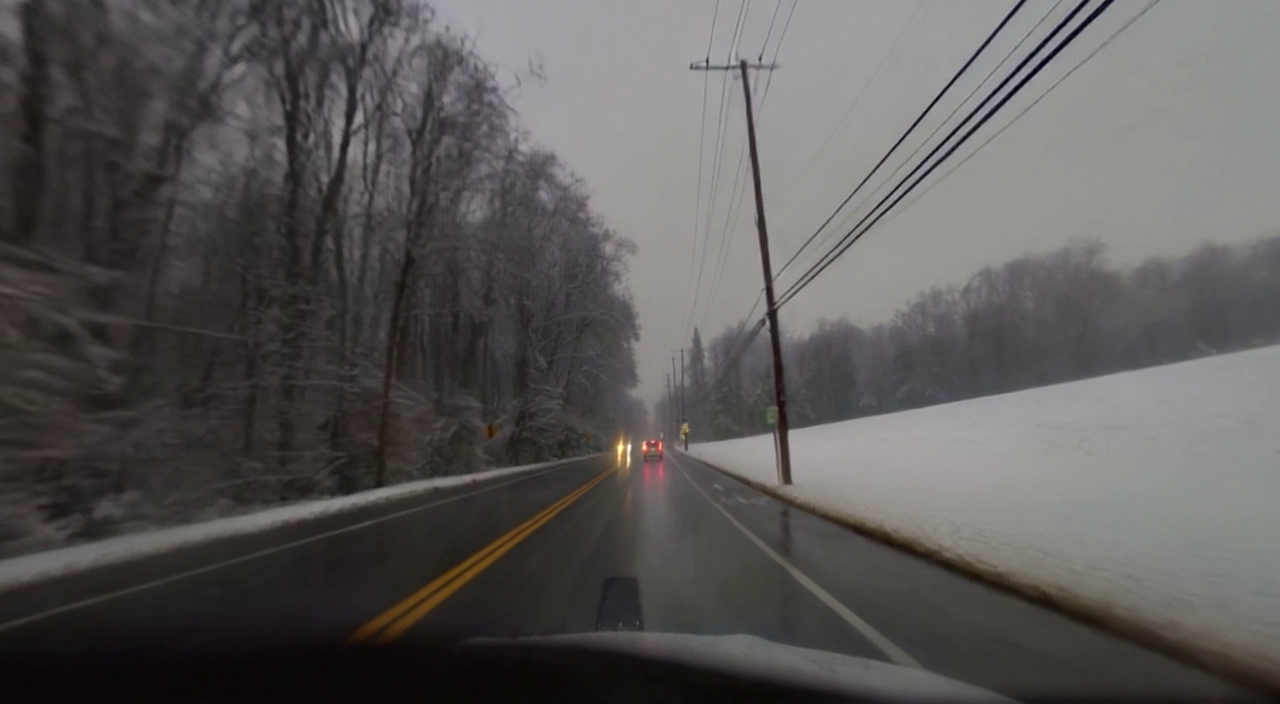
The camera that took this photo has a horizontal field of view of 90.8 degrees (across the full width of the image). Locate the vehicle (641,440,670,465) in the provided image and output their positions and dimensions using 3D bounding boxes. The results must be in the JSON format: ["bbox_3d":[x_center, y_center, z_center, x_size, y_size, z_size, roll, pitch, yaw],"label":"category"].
[{"bbox_3d":[1.232,7.639,48.249,2.083,1.767,4.448,0,-9,2],"label":"vehicle"}]
